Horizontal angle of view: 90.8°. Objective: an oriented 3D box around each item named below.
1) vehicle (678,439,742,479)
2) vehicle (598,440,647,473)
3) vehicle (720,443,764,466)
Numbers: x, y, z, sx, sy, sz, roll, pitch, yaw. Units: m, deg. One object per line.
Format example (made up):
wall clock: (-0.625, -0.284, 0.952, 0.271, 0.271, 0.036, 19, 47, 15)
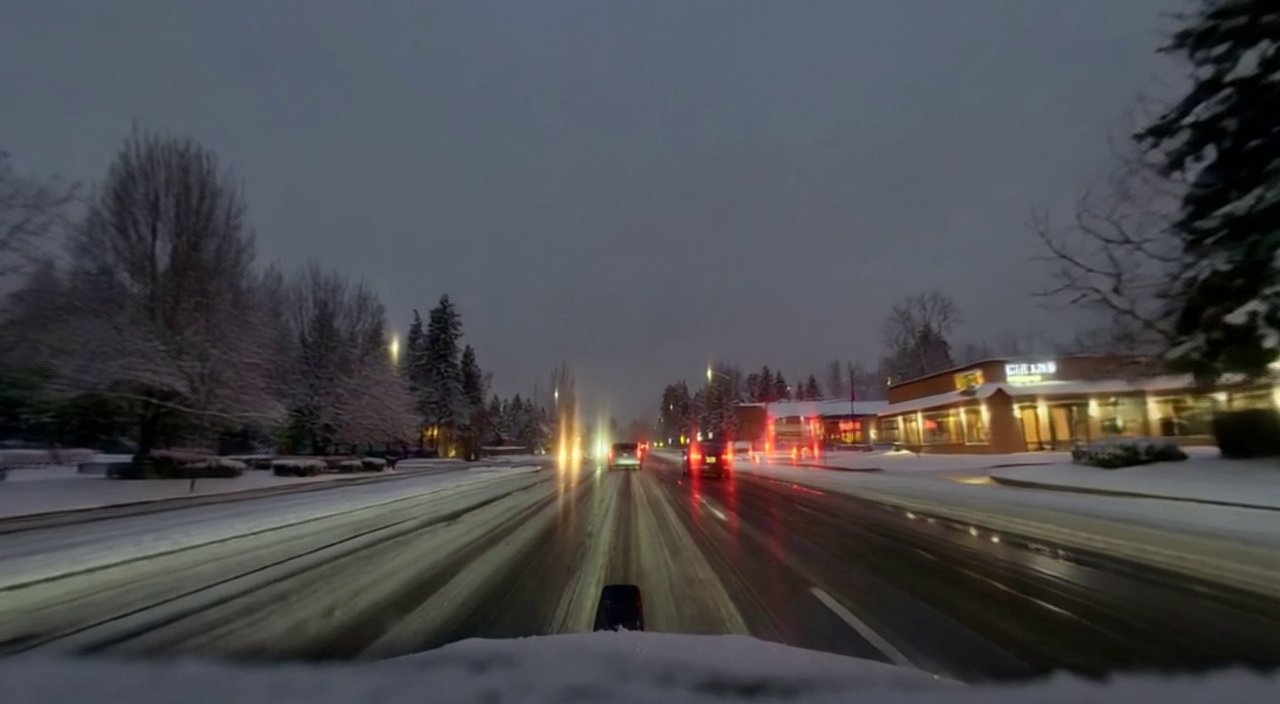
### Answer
vehicle: (2.831, 4.448, 26.617, 2.057, 1.491, 4.675, 0, -8, -1)
vehicle: (-0.800, 5.097, 31.047, 2.242, 1.474, 4.127, 0, -8, 0)
vehicle: (6.336, 6.399, 39.637, 2.068, 1.393, 3.874, 0, -8, -1)
